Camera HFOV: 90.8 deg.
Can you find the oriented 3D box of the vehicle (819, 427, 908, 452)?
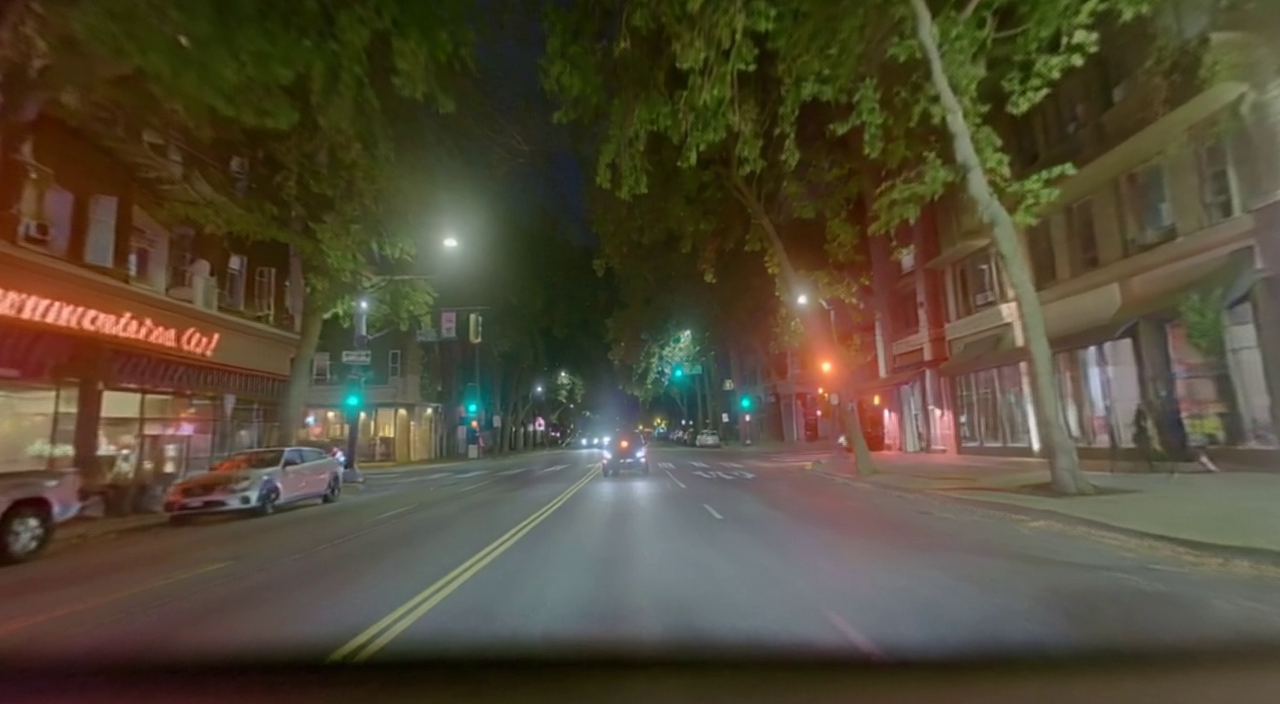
[{"bbox_3d":[13.638,5.351,38.651,4.713,1.493,1.875,0,-8,-2],"label":"vehicle"}]

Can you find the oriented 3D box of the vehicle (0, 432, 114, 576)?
[{"bbox_3d":[-9.616,1.901,7.519,1.980,1.931,5.487,1,-8,-1],"label":"vehicle"}]

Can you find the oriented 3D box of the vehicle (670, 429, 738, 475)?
[{"bbox_3d":[2.294,3.749,23.909,1.998,1.580,4.015,0,-8,-2],"label":"vehicle"}]

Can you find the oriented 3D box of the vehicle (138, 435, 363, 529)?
[{"bbox_3d":[-9.713,3.251,16.649,2.048,1.985,6.011,1,-8,0],"label":"vehicle"}]

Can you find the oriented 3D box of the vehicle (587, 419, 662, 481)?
[{"bbox_3d":[-0.530,3.357,21.794,2.301,1.854,4.919,0,-8,-1],"label":"vehicle"}]
